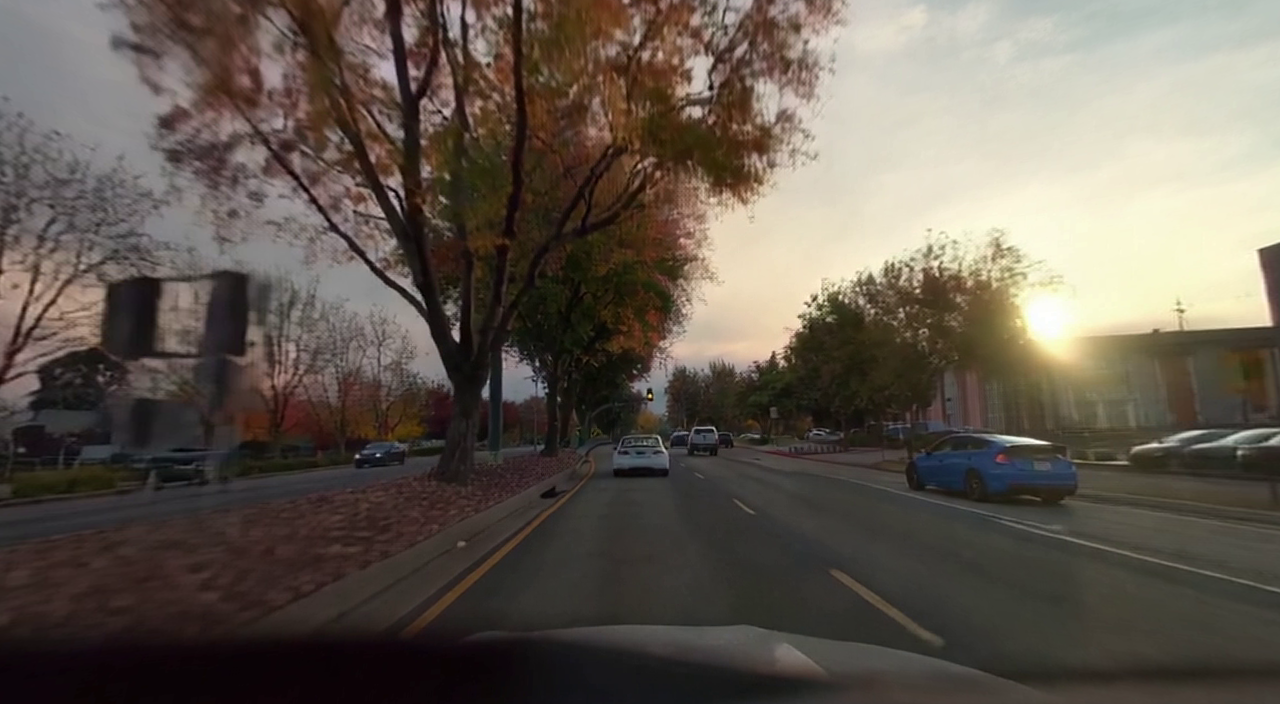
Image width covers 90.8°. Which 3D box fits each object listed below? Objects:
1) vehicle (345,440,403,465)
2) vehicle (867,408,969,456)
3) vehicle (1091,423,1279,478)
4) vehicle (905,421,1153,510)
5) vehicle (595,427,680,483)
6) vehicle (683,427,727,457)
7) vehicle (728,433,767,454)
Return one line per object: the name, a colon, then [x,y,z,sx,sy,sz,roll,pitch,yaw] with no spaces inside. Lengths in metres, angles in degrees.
vehicle: [-20.168,7.602,48.085,2.277,1.777,4.993,0,-8,-1]
vehicle: [20.171,5.939,46.566,3.364,3.145,8.387,0,-8,-3]
vehicle: [20.893,3.708,24.103,2.430,1.809,6.424,0,-8,-2]
vehicle: [7.538,2.239,13.006,2.111,1.493,4.639,0,-8,-1]
vehicle: [-0.094,3.070,19.173,2.289,1.471,4.477,0,-8,-1]
vehicle: [3.911,5.546,38.941,2.188,1.760,4.297,0,-8,-1]
vehicle: [7.765,6.626,46.020,2.061,1.460,3.948,0,-8,-1]
